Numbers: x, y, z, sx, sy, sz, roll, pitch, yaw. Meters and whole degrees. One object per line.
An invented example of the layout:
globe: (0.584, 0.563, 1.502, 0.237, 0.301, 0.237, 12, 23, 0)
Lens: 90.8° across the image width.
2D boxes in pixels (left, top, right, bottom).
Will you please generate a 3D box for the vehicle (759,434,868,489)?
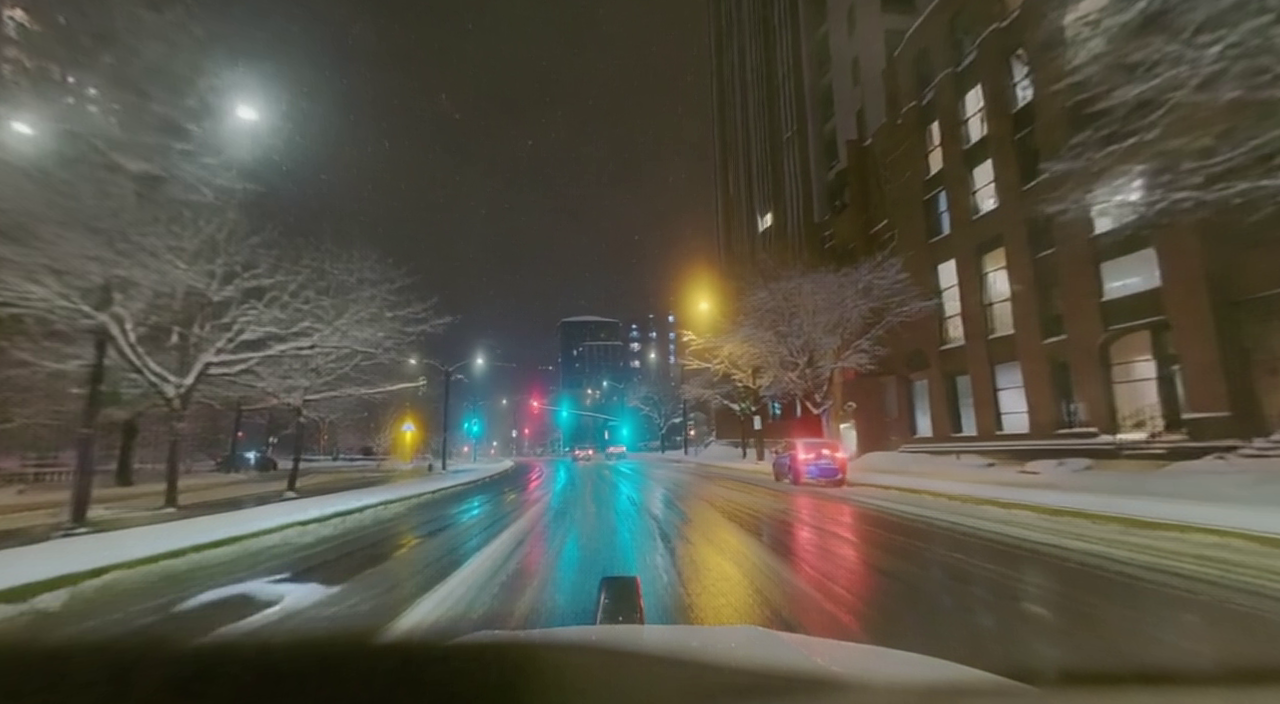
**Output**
vehicle: (5.690, 3.666, 21.451, 2.042, 1.635, 4.858, 1, -9, -4)
